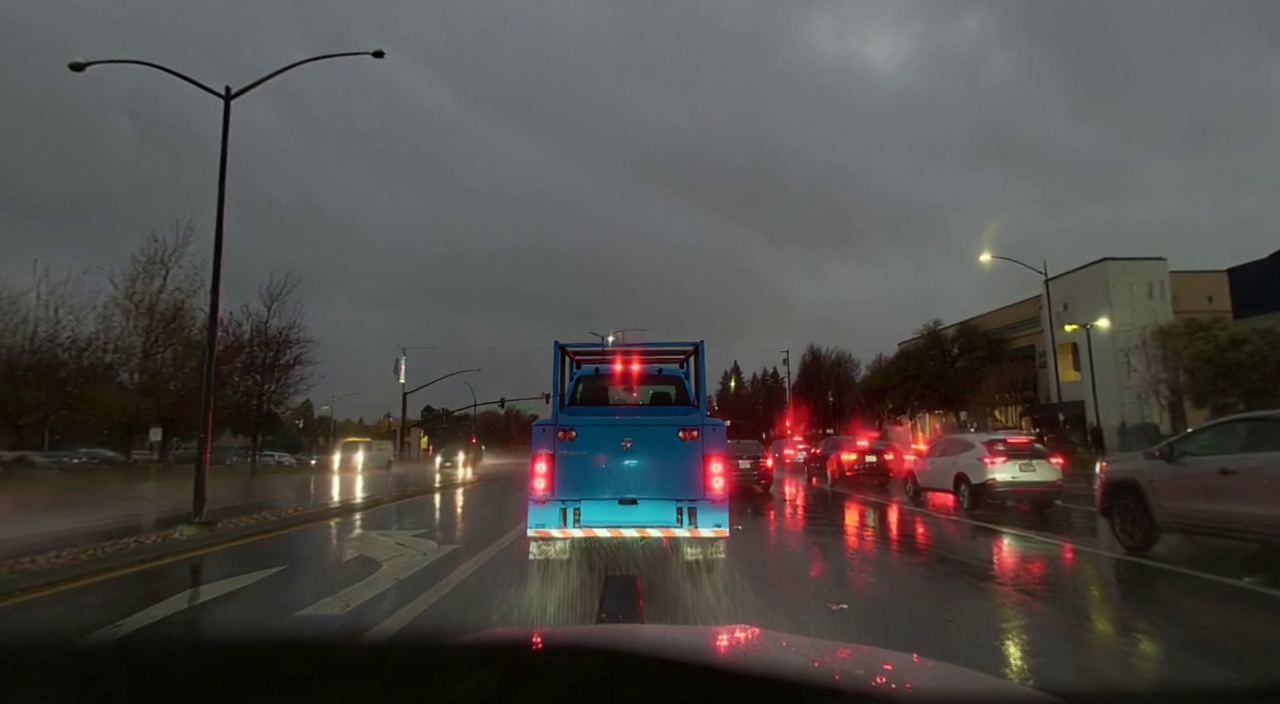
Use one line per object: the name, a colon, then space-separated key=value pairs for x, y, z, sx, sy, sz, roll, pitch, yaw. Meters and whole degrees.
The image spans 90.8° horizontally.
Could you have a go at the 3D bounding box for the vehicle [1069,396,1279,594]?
vehicle: x=6.804 y=1.363 z=6.162 sx=2.023 sy=1.771 sz=4.488 roll=0 pitch=-9 yaw=0

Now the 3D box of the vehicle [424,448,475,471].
vehicle: x=-12.559 y=7.096 z=41.949 sx=1.983 sy=1.449 sz=4.501 roll=0 pitch=-9 yaw=0

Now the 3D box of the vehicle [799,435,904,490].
vehicle: x=7.059 y=3.732 z=21.605 sx=1.953 sy=1.665 sz=4.327 roll=0 pitch=-9 yaw=-2

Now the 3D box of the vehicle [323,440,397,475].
vehicle: x=-19.316 y=7.289 z=43.946 sx=2.700 sy=2.296 sz=5.270 roll=0 pitch=-9 yaw=-1

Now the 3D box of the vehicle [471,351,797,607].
vehicle: x=-0.096 y=1.464 z=8.169 sx=2.682 sy=2.117 sz=5.706 roll=0 pitch=-9 yaw=-1

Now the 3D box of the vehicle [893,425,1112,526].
vehicle: x=7.065 y=2.435 z=12.968 sx=1.931 sy=1.692 sz=4.267 roll=0 pitch=-9 yaw=0
